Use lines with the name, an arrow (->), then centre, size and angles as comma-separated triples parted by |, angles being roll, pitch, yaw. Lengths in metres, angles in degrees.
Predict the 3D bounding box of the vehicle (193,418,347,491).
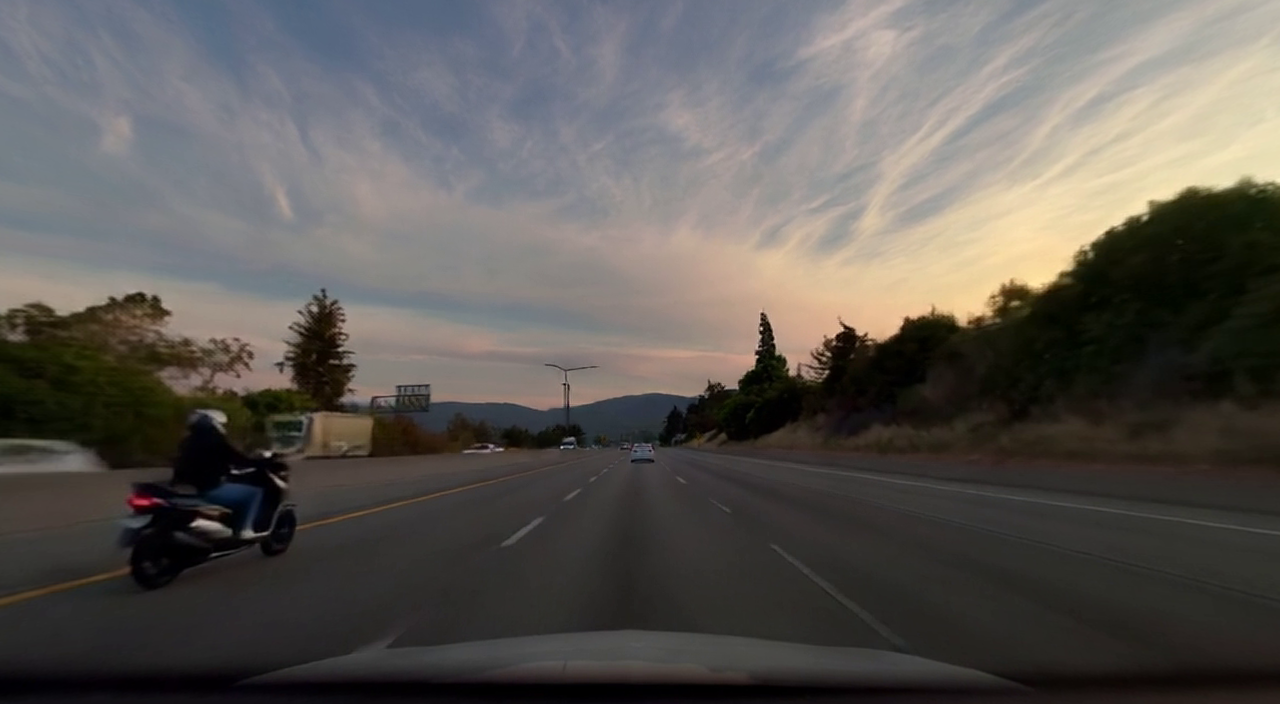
vehicle -> -15.788, 4.452, 27.634 | 2.314, 2.738, 7.144 | -1, -9, 0

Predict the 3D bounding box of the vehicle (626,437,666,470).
vehicle -> 0.348, 6.141, 38.119 | 2.247, 1.825, 4.036 | 0, -9, 0

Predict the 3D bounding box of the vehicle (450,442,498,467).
vehicle -> -11.349, 7.070, 43.413 | 2.024, 1.594, 4.563 | -1, -9, 0

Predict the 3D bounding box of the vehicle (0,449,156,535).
vehicle -> -12.082, 2.648, 12.240 | 1.866, 1.470, 4.358 | 0, -9, 0
